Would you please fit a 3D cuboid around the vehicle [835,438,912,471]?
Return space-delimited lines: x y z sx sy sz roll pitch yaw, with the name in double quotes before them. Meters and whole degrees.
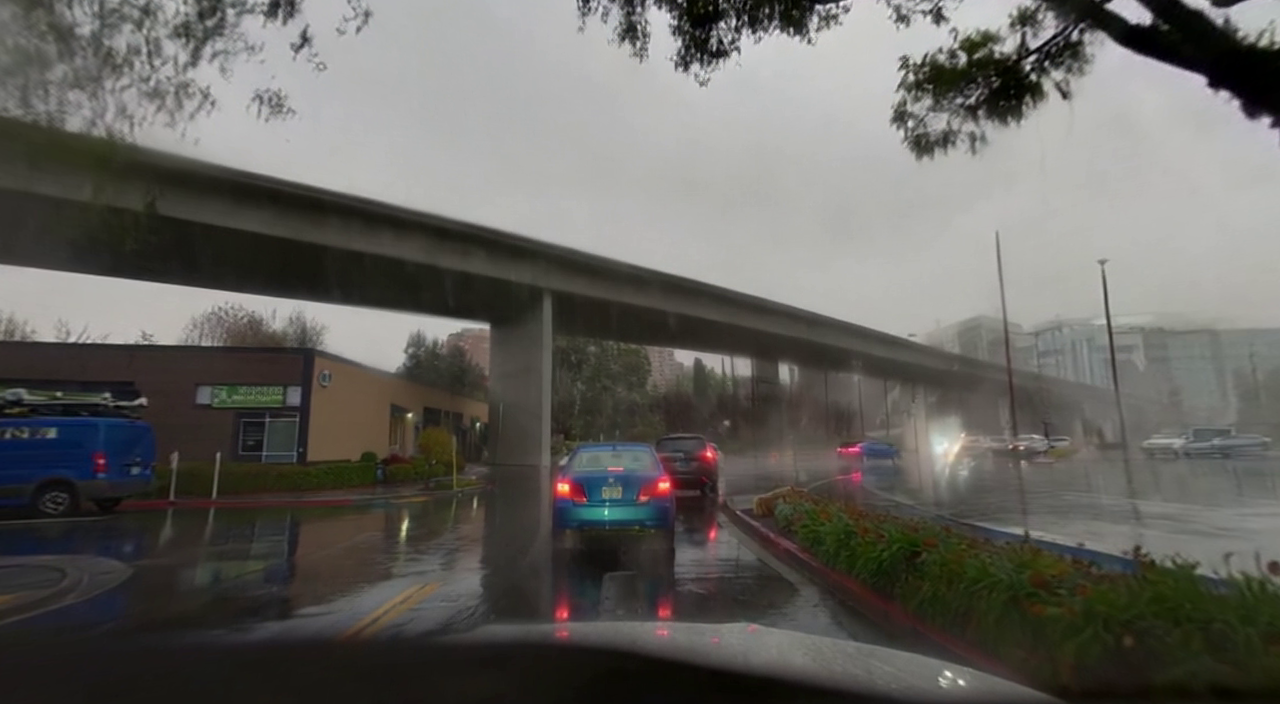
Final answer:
"vehicle" 14.075 6.155 38.050 4.425 1.828 2.032 5 -10 -33

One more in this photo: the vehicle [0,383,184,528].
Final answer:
"vehicle" -13.537 2.190 13.542 5.356 2.762 2.644 0 -9 1

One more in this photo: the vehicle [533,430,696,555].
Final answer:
"vehicle" -0.261 2.157 10.493 2.087 1.578 4.652 0 -9 2
